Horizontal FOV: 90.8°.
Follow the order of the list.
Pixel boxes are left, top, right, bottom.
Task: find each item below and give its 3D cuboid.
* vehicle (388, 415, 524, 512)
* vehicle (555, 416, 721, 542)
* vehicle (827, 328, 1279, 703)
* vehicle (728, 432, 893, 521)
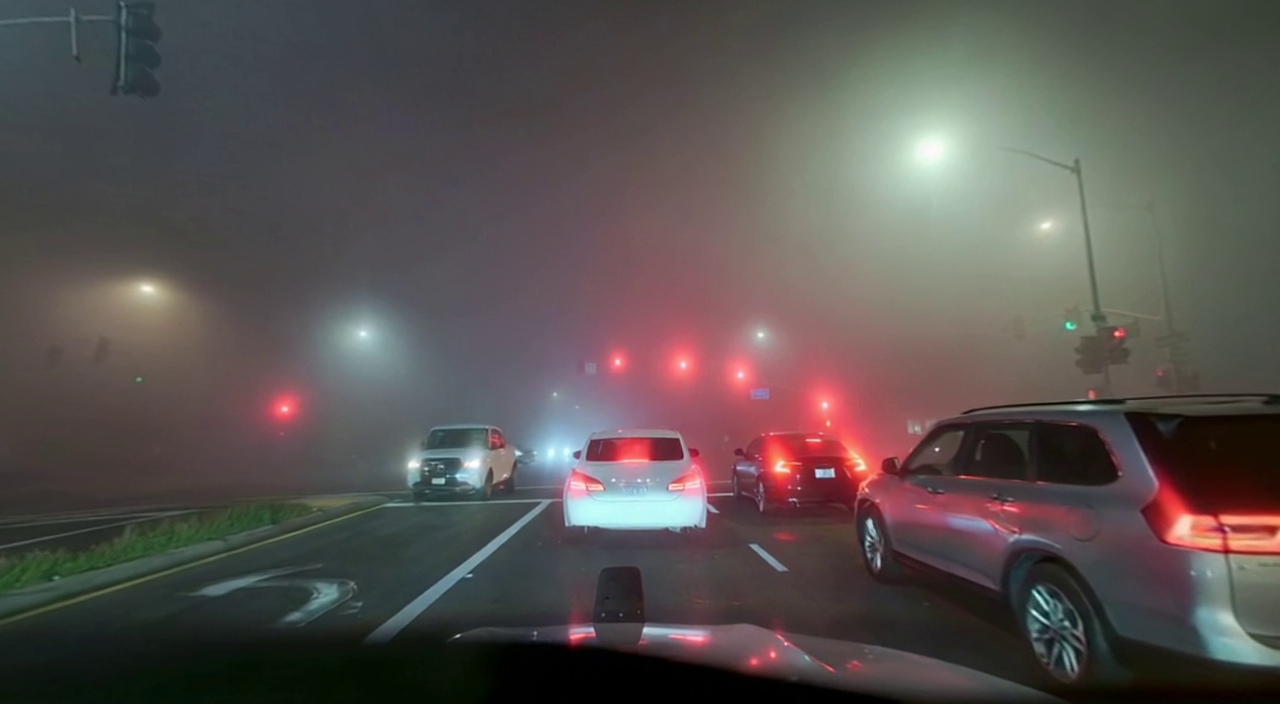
[{"bbox_3d":[-3.957,2.475,14.459,2.021,1.837,4.448,1,-8,-4],"label":"vehicle"},{"bbox_3d":[-0.074,1.981,10.433,2.188,1.637,4.027,0,-8,-1],"label":"vehicle"},{"bbox_3d":[3.021,1.073,4.287,2.103,1.701,4.294,0,-8,-1],"label":"vehicle"},{"bbox_3d":[3.157,2.411,12.804,2.001,1.463,4.398,0,-8,-2],"label":"vehicle"}]
